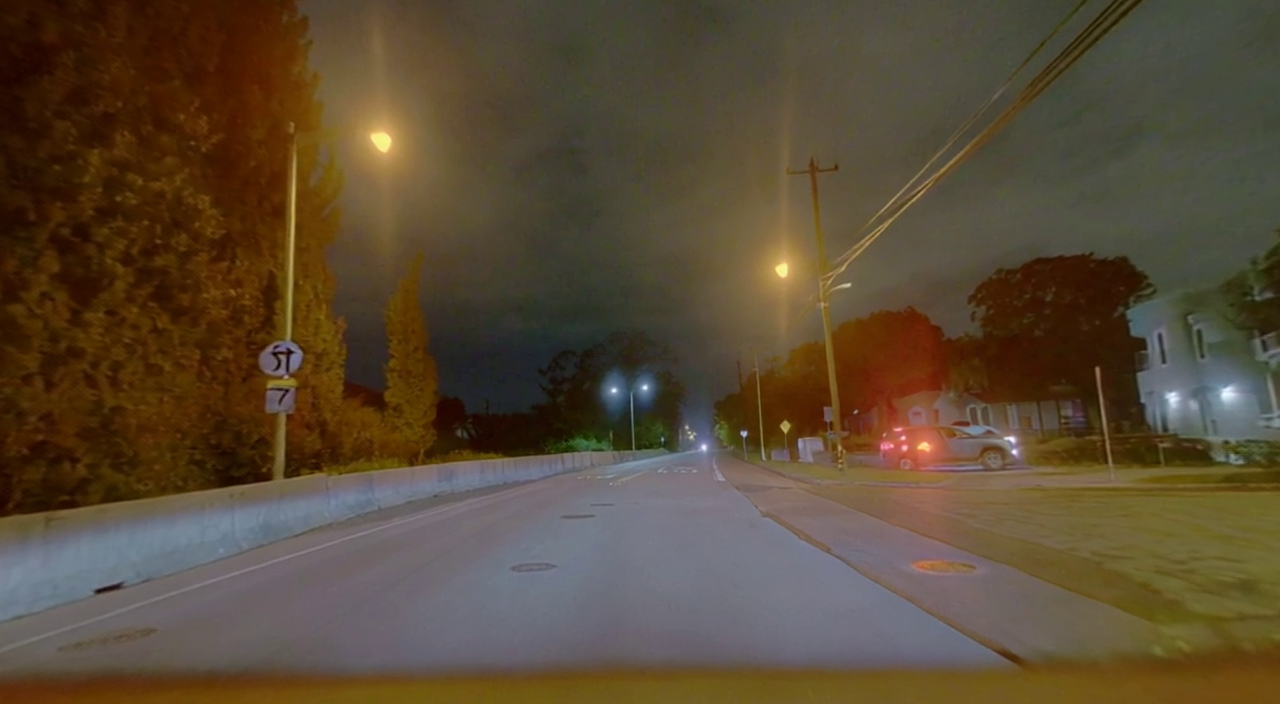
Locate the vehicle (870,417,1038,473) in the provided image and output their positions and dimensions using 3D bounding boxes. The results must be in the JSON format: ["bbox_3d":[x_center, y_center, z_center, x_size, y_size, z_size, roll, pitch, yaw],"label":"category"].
[{"bbox_3d":[10.420,3.110,21.247,4.614,1.764,1.860,-1,-8,5],"label":"vehicle"}]
